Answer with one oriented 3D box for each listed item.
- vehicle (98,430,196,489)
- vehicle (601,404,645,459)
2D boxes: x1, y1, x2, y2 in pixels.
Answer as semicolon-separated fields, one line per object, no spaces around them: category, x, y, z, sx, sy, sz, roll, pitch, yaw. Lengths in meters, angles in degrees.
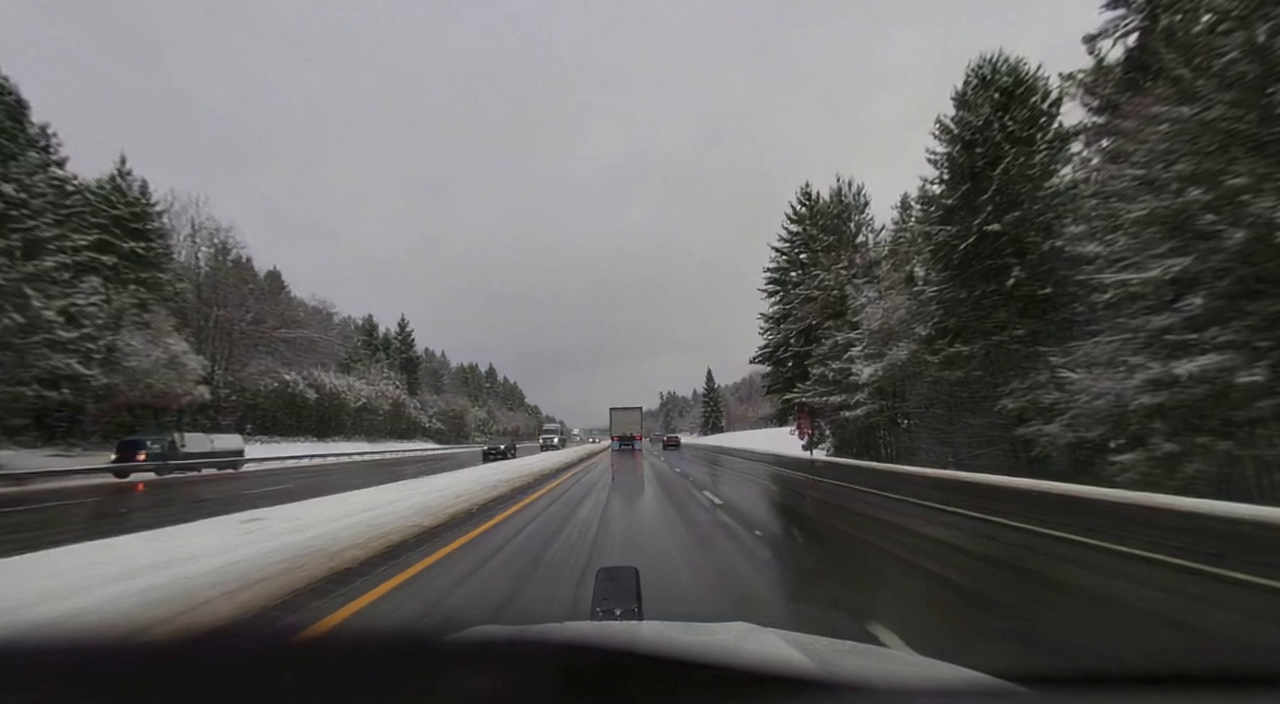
vehicle;-37.272;8.065;47.823;2.907;3.948;6.367;-2;-8;-8
vehicle;-1.117;4.932;39.004;2.450;3.098;6.965;0;-8;-3
